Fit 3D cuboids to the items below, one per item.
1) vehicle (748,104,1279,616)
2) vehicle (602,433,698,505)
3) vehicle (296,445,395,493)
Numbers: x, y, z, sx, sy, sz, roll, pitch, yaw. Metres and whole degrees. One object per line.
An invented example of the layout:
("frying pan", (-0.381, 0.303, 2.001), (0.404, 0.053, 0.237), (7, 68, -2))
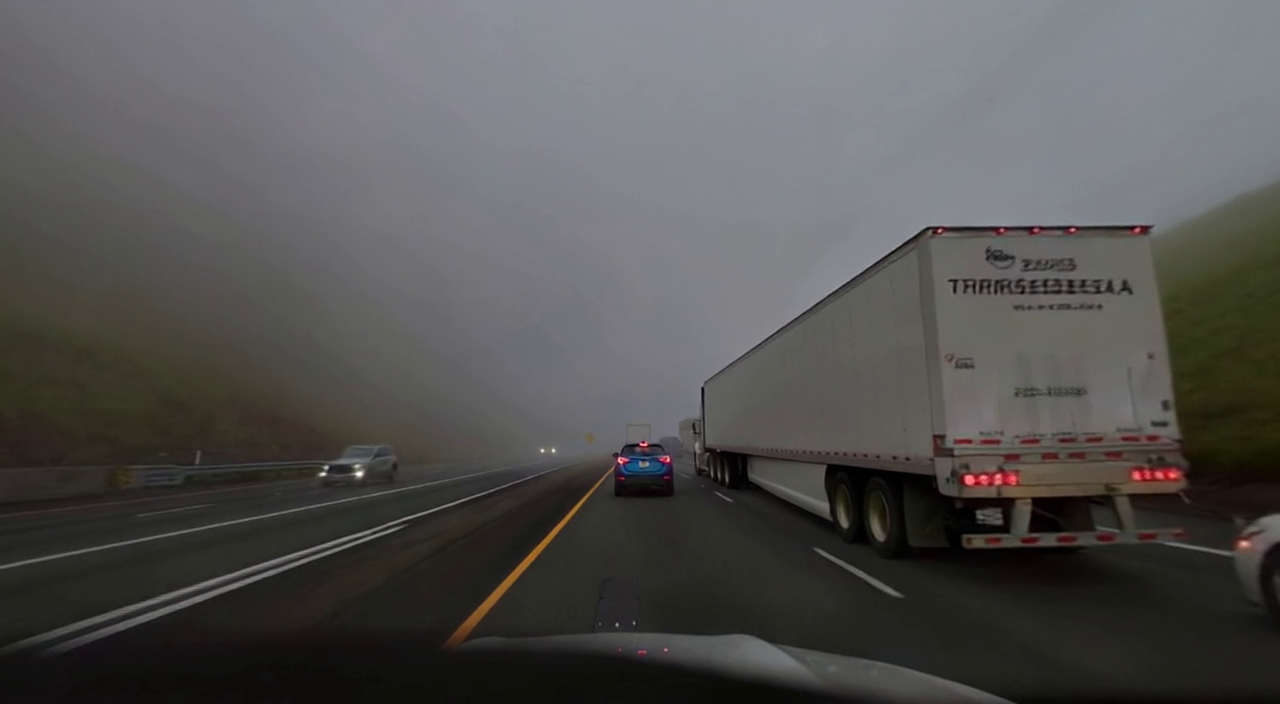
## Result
("vehicle", (4.527, 0.598, 10.117), (3.235, 4.197, 9.908), (0, -8, -3))
("vehicle", (0.209, 2.779, 15.450), (2.045, 1.507, 3.763), (-1, -8, 0))
("vehicle", (-11.760, 4.658, 25.487), (1.988, 1.727, 4.217), (-1, -8, 0))
